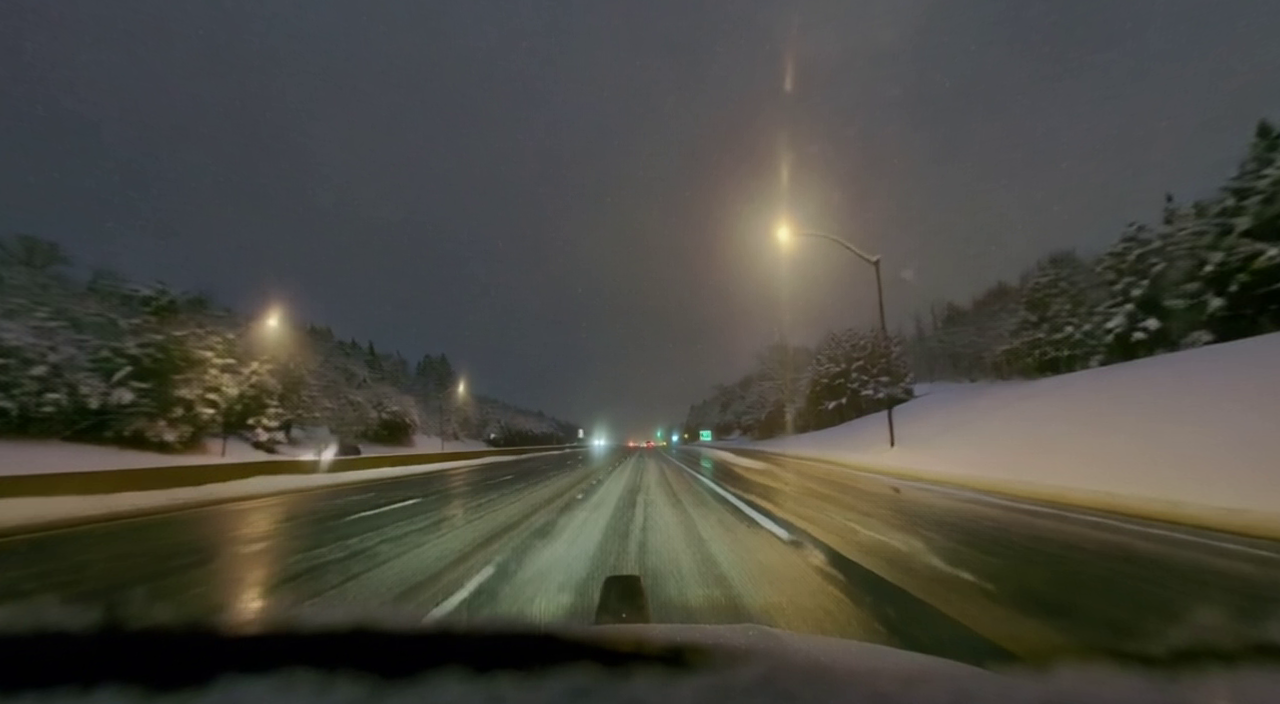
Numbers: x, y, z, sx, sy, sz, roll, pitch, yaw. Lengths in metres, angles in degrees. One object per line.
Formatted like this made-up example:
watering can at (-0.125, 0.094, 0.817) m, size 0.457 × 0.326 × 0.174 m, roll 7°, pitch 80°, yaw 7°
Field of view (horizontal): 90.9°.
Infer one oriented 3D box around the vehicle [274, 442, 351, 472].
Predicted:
vehicle at (-20.985, 6.753, 40.741) m, size 2.119 × 1.756 × 5.273 m, roll -1°, pitch -8°, yaw 0°
